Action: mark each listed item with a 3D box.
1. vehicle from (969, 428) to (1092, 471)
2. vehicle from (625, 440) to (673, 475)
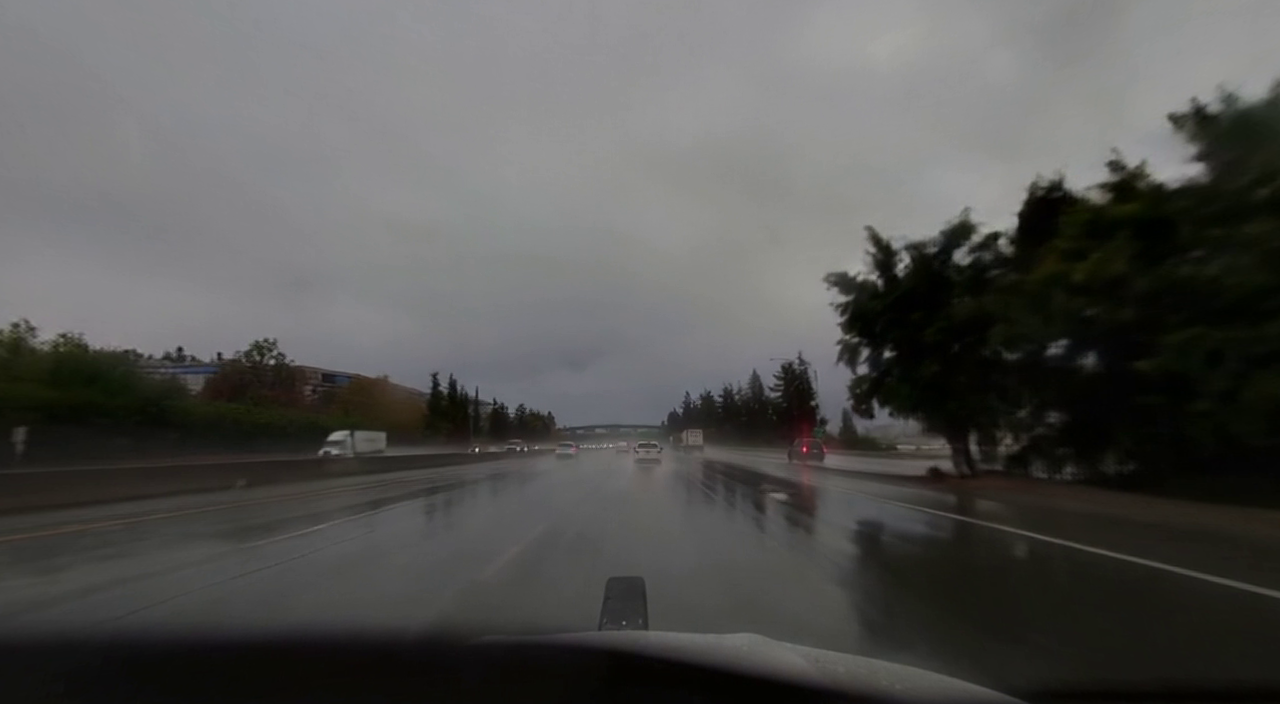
[{"bbox_3d":[19.568,4.932,32.024,2.304,1.951,5.719,0,-8,-4],"label":"vehicle"},{"bbox_3d":[0.378,4.926,29.662,2.112,1.482,4.082,0,-8,0],"label":"vehicle"}]
